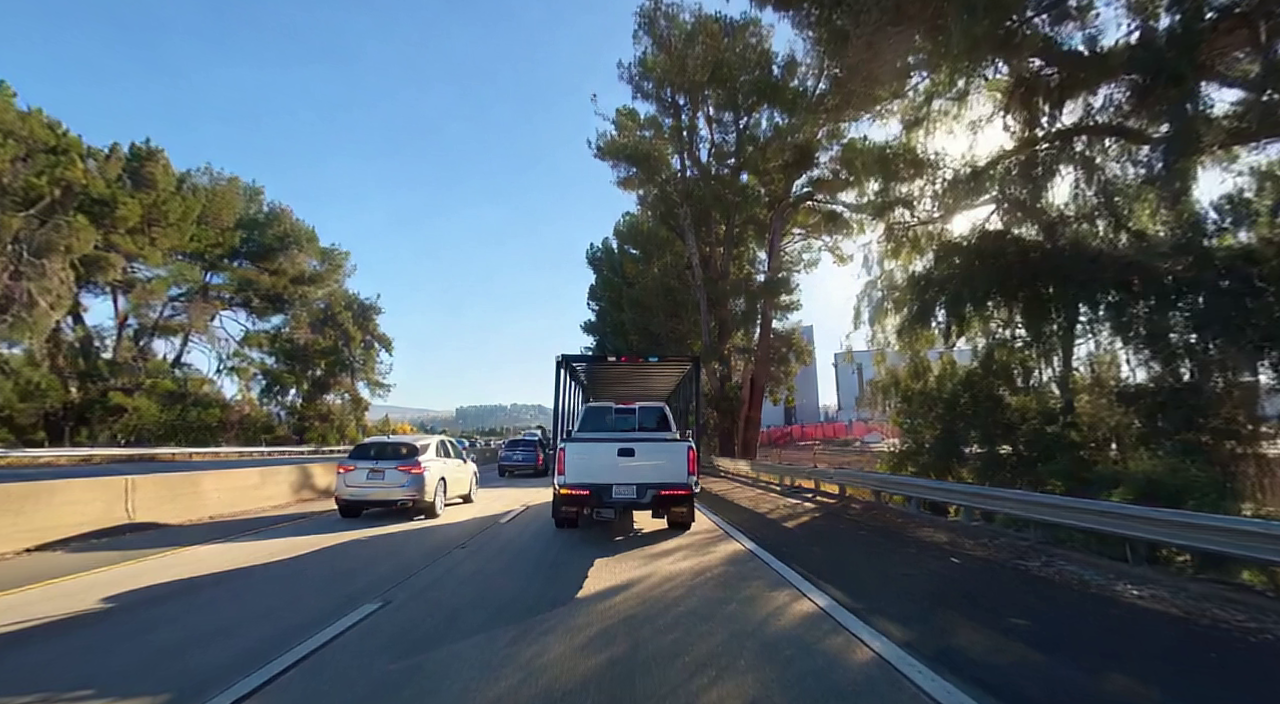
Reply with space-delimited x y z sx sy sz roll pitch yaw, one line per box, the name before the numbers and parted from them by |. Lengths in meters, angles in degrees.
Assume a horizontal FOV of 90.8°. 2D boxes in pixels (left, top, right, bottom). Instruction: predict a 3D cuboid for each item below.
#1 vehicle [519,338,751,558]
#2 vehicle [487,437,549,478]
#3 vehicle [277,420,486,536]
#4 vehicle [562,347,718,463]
vehicle | -0.320 1.895 12.768 2.735 2.597 10.435 0 -9 -3
vehicle | -5.297 4.639 27.967 2.124 1.651 4.096 0 -9 -3
vehicle | -4.340 2.183 11.578 2.057 1.665 4.572 0 -9 -3
vehicle | -0.141 1.080 11.134 2.156 1.604 4.680 1 -9 -4
